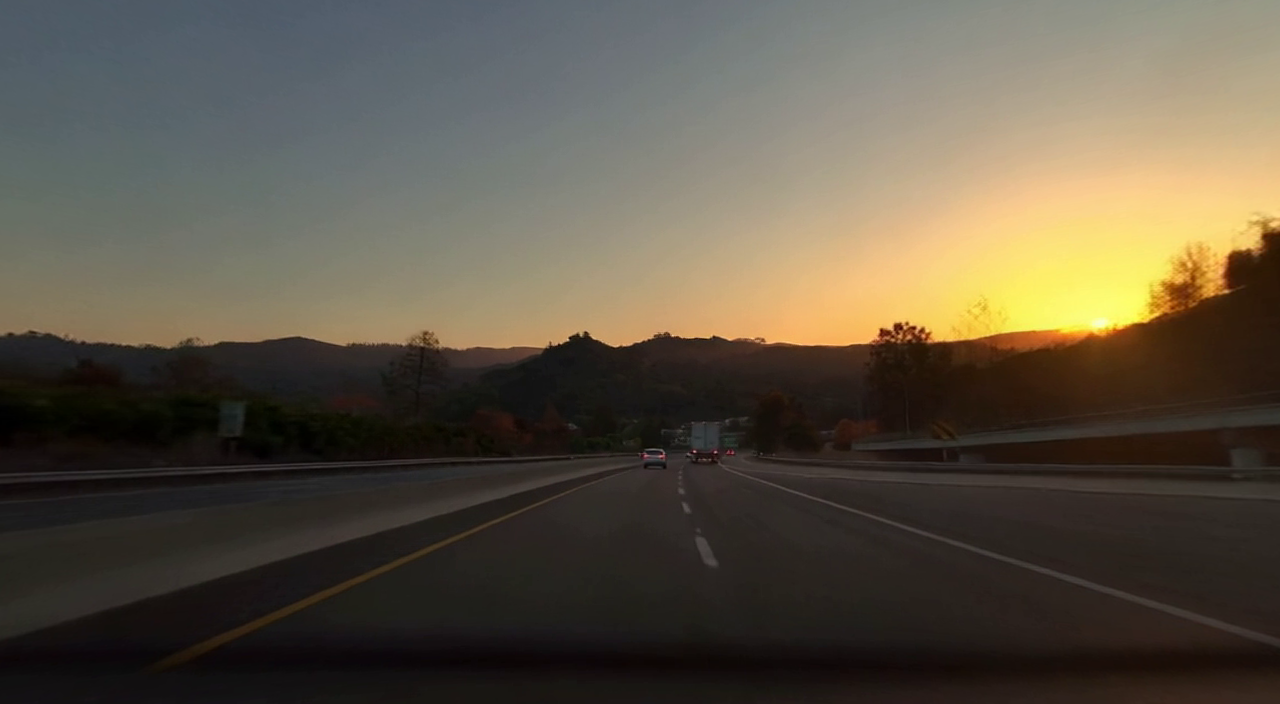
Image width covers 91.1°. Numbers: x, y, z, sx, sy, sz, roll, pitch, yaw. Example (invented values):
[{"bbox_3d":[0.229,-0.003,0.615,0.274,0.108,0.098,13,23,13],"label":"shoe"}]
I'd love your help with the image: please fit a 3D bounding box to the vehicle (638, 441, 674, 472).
[{"bbox_3d":[1.165,7.336,44.368,2.271,2.049,4.894,-1,-9,4],"label":"vehicle"}]
